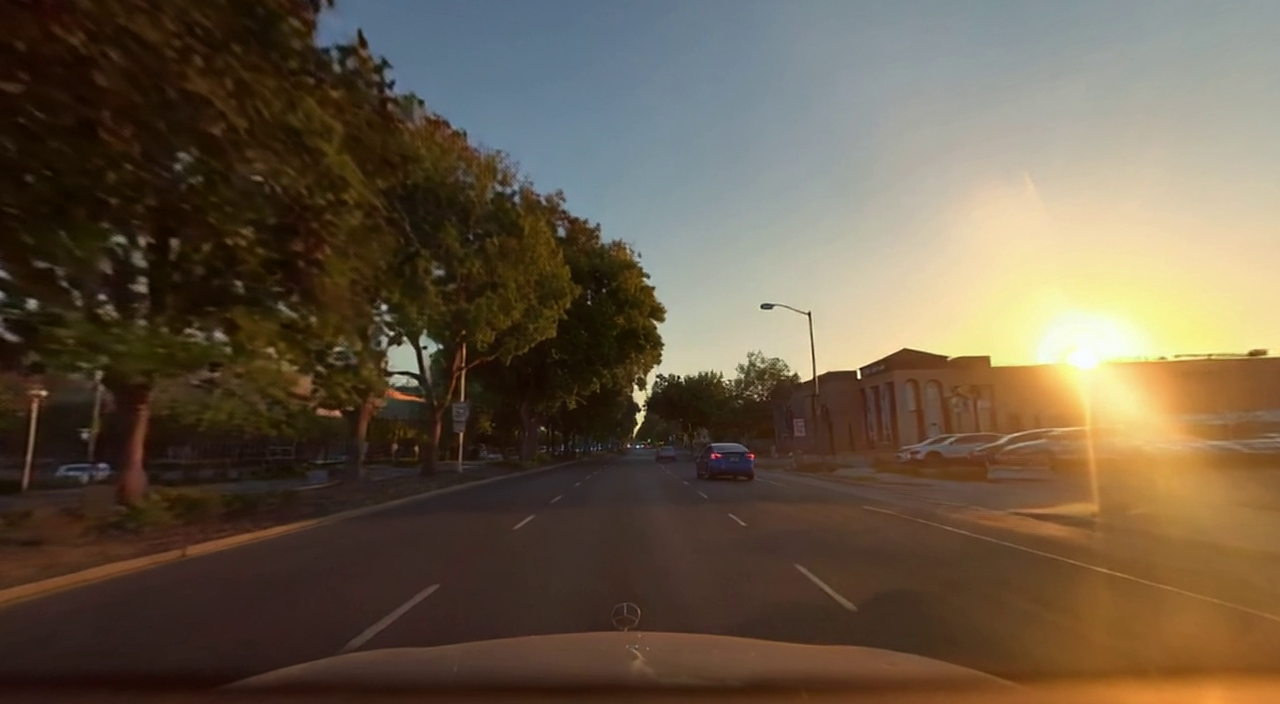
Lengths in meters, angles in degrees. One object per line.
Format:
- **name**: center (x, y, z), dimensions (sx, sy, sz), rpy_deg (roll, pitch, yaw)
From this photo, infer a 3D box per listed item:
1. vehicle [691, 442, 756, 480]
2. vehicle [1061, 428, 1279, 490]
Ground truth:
- **vehicle**: center (3.460, 4.609, 27.081), dimensions (2.033, 1.482, 4.571), rpy_deg (0, -8, -2)
- **vehicle**: center (15.780, 3.191, 18.997), dimensions (4.684, 1.448, 2.090), rpy_deg (-3, -8, -3)
